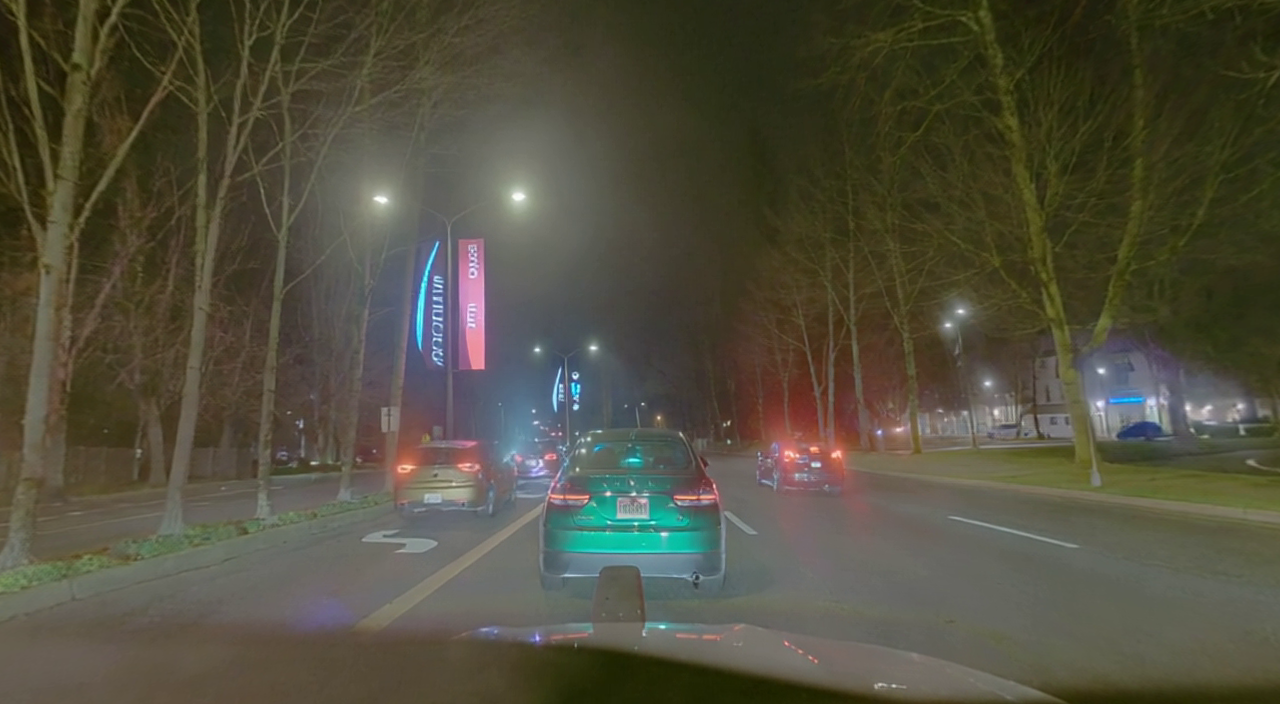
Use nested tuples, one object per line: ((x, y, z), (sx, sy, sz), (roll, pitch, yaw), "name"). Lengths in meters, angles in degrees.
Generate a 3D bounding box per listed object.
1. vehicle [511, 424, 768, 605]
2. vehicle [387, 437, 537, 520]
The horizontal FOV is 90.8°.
((-0.059, 1.639, 7.293), (2.126, 1.475, 3.967), (0, -8, -2), "vehicle")
((-3.488, 2.548, 13.308), (1.952, 1.431, 4.383), (0, -8, -1), "vehicle")
